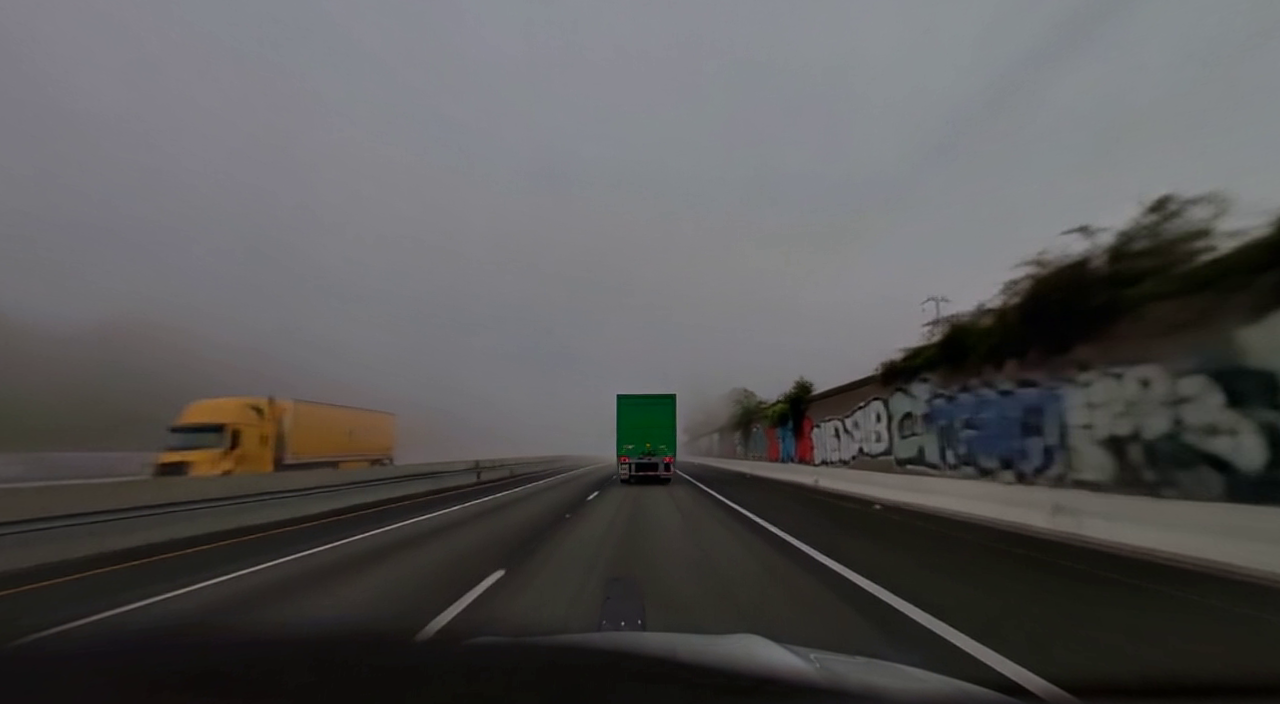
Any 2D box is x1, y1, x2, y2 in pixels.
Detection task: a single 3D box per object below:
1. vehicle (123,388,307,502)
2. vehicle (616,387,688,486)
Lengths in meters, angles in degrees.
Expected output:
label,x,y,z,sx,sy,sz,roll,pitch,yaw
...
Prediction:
label,x,y,z,sx,sy,sz,roll,pitch,yaw
vehicle,-16.503,3.715,25.120,2.980,3.948,5.804,0,-9,1
vehicle,0.313,4.155,30.334,2.900,3.955,10.151,0,-9,-2
